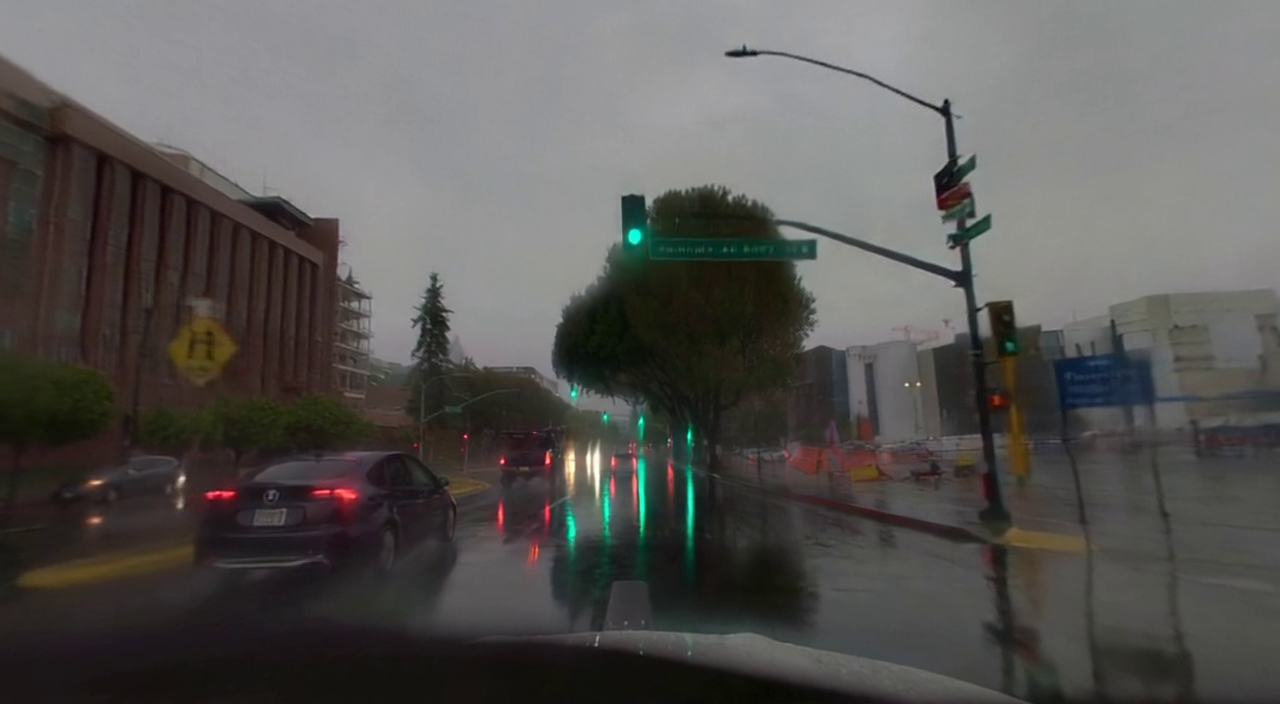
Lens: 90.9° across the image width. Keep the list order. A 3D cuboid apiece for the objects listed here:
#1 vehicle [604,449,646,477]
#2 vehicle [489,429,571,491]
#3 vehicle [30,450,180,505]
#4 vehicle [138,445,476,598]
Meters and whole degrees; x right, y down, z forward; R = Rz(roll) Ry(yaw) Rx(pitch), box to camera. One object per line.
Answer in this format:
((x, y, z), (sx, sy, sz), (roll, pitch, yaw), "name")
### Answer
((-0.811, 6.132, 35.017), (2.171, 1.422, 4.146), (0, -9, -1), "vehicle")
((-3.961, 3.981, 23.598), (2.240, 2.054, 4.662), (0, -9, 0), "vehicle")
((-19.618, 4.557, 23.414), (1.892, 1.705, 4.321), (-1, -8, -3), "vehicle")
((-3.709, 1.925, 8.214), (1.959, 1.406, 4.527), (0, -9, 0), "vehicle")
